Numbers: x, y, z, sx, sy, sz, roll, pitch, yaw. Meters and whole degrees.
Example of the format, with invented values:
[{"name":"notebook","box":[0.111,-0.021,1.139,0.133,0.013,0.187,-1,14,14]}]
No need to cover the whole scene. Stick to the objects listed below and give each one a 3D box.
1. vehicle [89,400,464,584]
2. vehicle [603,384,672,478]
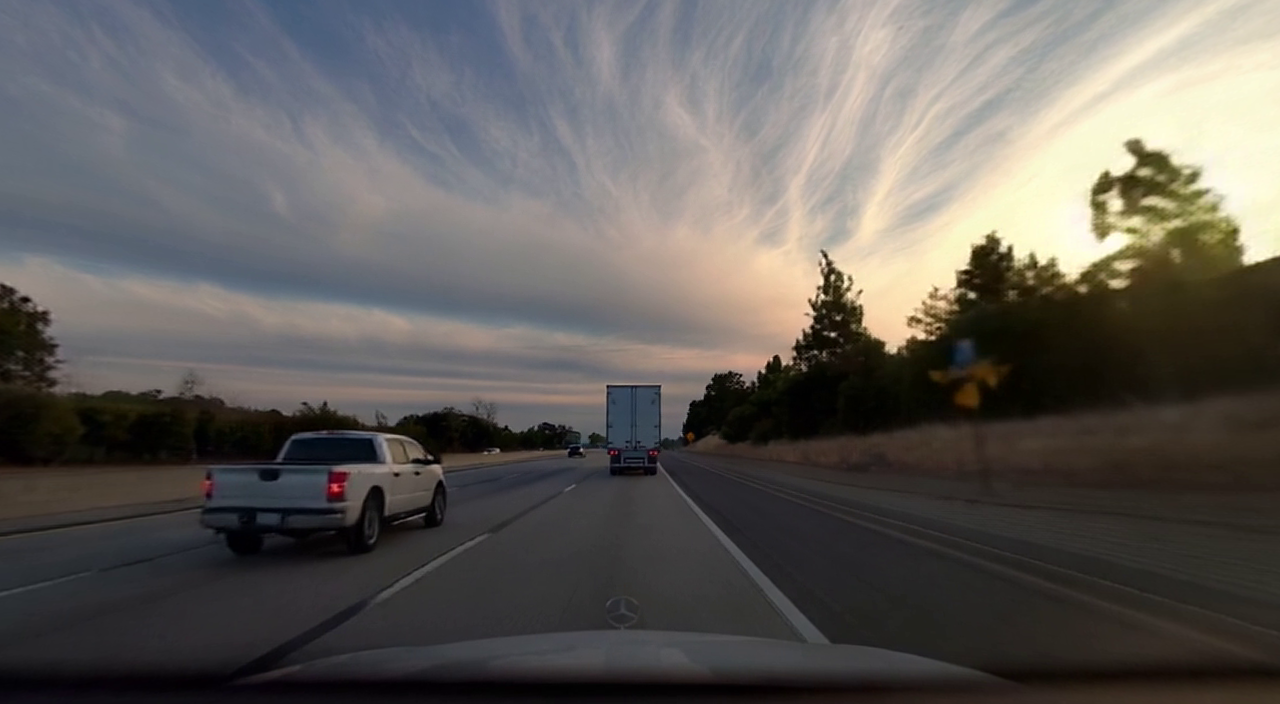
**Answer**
[{"name":"vehicle","box":[-4.368,1.785,8.906,2.285,1.833,4.984,0,-9,0]},{"name":"vehicle","box":[-0.179,4.318,33.509,3.052,4.132,11.336,0,-9,-1]}]
